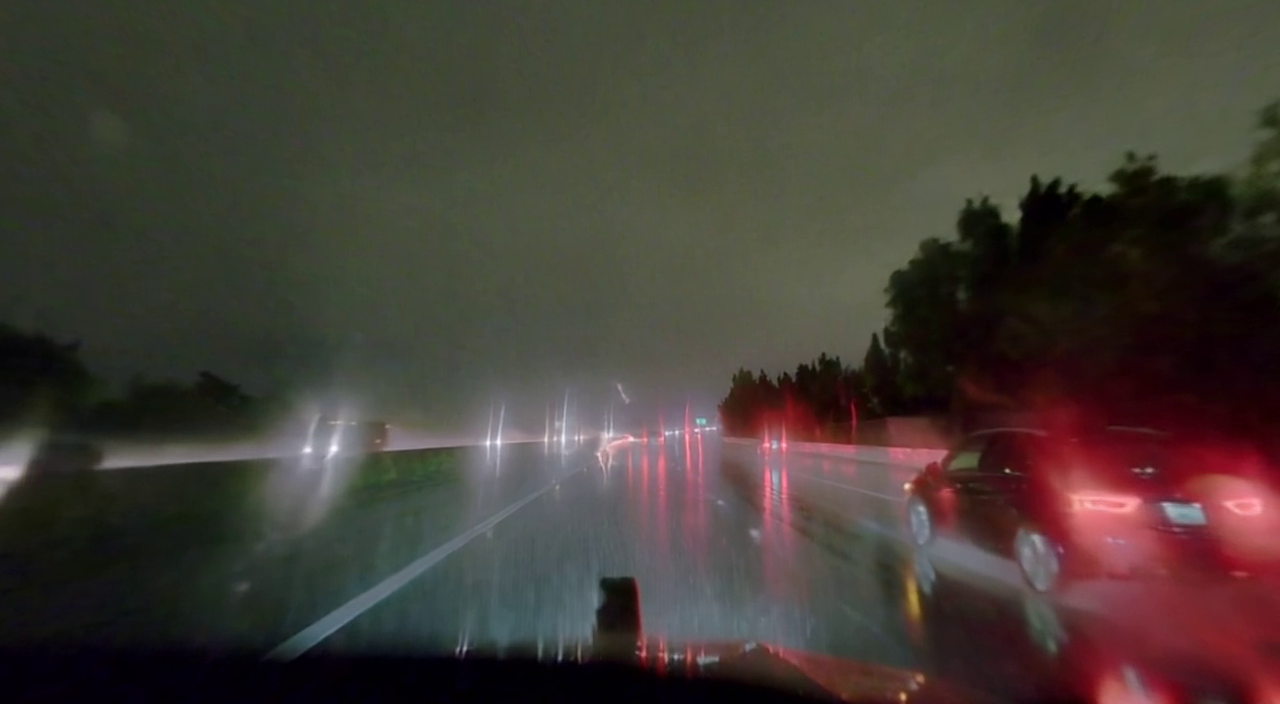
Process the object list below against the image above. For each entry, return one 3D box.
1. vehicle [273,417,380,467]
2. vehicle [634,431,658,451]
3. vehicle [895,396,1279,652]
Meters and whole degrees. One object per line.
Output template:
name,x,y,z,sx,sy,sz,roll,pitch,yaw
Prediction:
vehicle,-15.685,4.536,31.940,2.370,2.311,5.764,0,-8,1
vehicle,0.430,6.793,48.032,1.771,1.480,3.781,0,-8,0
vehicle,4.045,1.291,5.722,1.834,1.548,3.651,0,-8,-1
